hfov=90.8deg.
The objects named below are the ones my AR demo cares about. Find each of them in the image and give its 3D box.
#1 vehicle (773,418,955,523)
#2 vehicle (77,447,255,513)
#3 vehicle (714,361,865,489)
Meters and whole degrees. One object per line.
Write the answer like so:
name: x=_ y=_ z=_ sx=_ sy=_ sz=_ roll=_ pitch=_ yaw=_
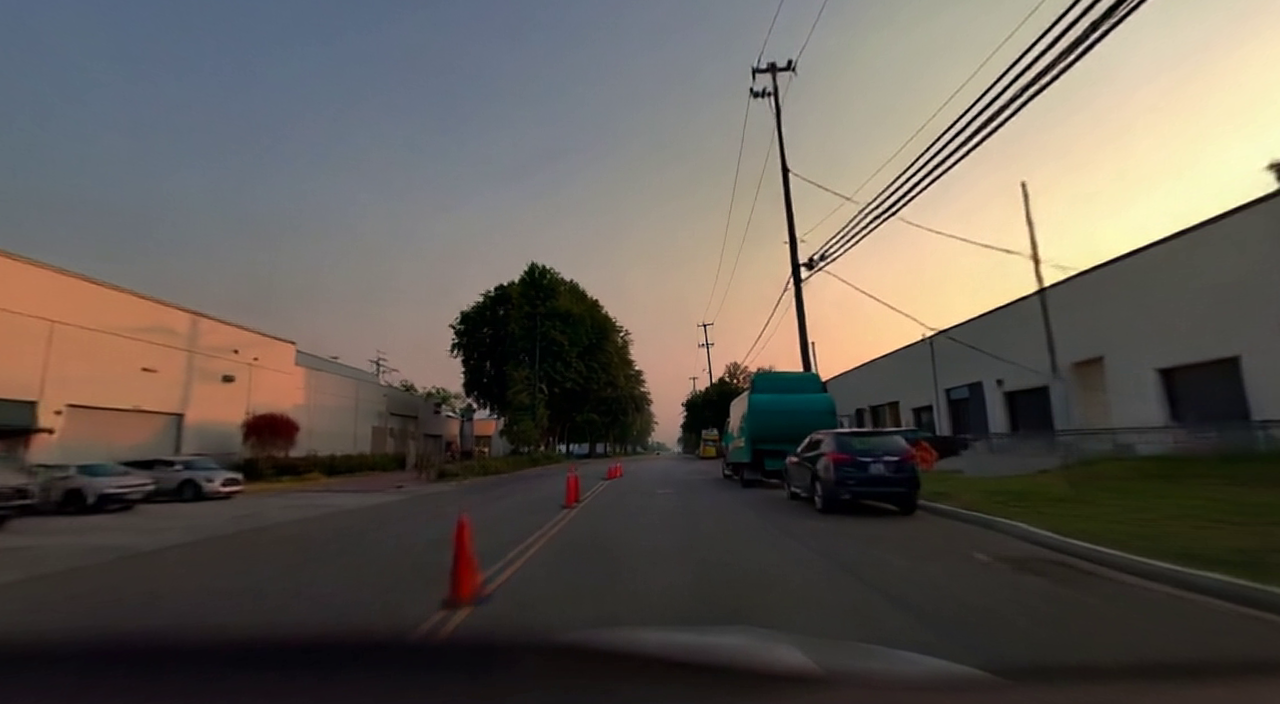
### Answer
vehicle: x=4.180 y=2.278 z=12.676 sx=1.892 sy=1.696 sz=4.332 roll=0 pitch=-8 yaw=-2
vehicle: x=-14.243 y=3.808 z=19.432 sx=2.078 sy=1.674 sz=4.652 roll=0 pitch=-8 yaw=-4
vehicle: x=4.284 y=2.489 z=20.195 sx=3.058 sy=3.269 sz=7.674 roll=-1 pitch=-9 yaw=1
